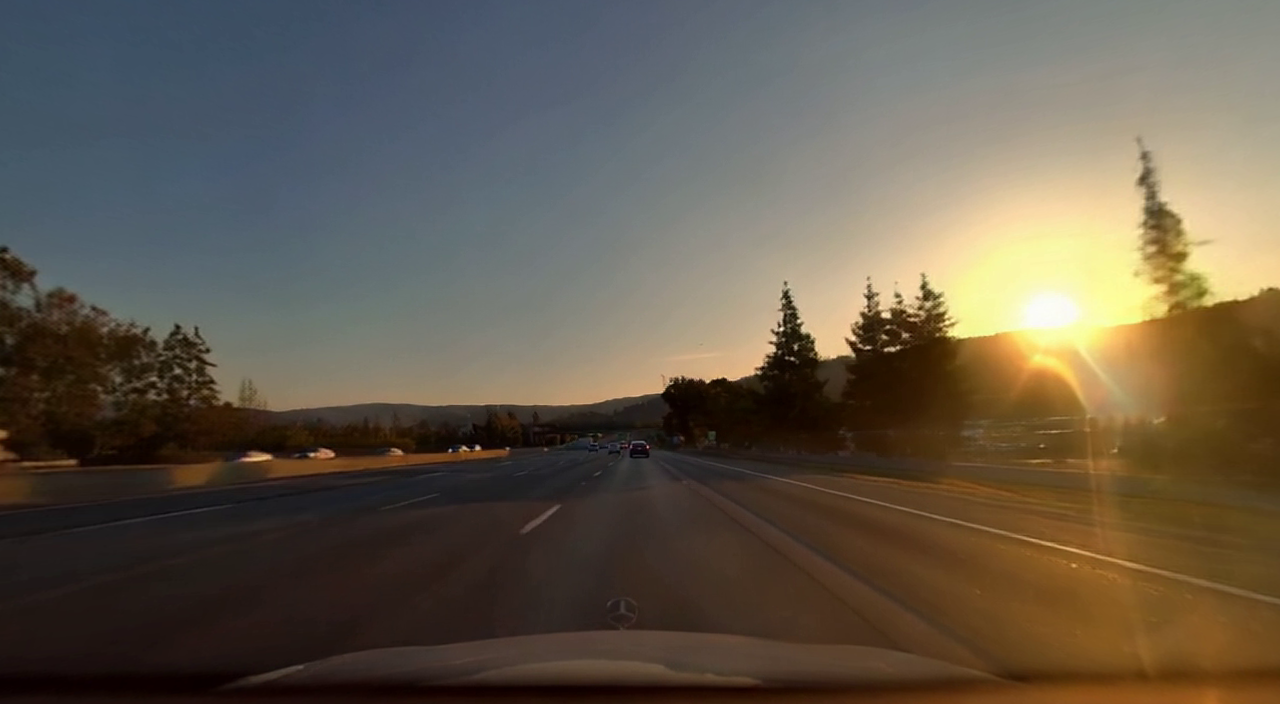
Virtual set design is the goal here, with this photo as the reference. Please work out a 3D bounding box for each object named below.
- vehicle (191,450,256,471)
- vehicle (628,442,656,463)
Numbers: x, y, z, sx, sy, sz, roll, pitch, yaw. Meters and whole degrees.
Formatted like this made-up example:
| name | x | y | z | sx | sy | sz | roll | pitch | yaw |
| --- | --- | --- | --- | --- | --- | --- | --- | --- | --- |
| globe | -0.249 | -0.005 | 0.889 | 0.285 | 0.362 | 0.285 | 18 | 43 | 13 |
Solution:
| name | x | y | z | sx | sy | sz | roll | pitch | yaw |
| --- | --- | --- | --- | --- | --- | --- | --- | --- | --- |
| vehicle | -32.045 | 8.310 | 48.728 | 1.860 | 1.486 | 4.721 | 0 | -8 | 0 |
| vehicle | 0.077 | 7.643 | 48.114 | 2.021 | 1.528 | 4.154 | 0 | -8 | -1 |
